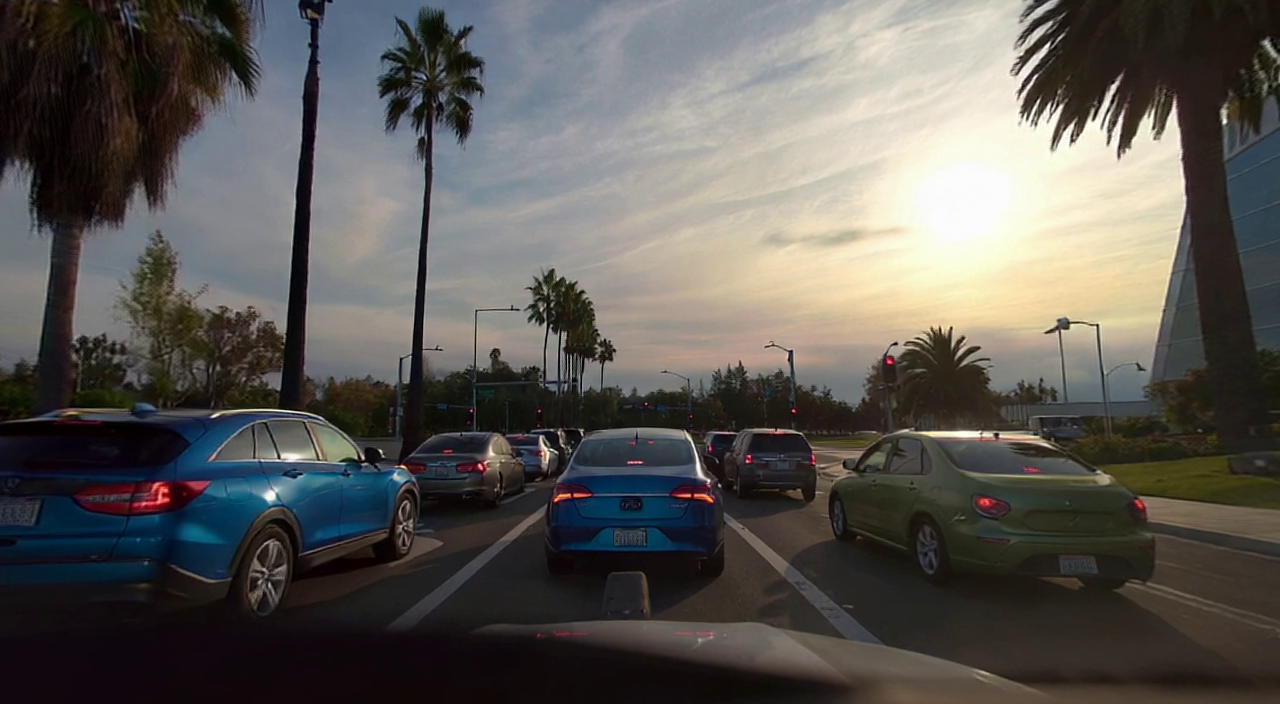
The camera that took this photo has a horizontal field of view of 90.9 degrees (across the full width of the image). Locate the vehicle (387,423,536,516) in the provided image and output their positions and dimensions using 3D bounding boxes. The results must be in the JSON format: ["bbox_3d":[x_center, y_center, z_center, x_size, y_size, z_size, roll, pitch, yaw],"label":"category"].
[{"bbox_3d":[-3.469,2.357,13.074,1.917,1.631,3.768,0,-8,1],"label":"vehicle"}]

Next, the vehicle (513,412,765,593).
[{"bbox_3d":[-0.053,1.653,7.811,2.219,1.586,4.321,0,-8,-1],"label":"vehicle"}]

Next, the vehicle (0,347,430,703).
[{"bbox_3d":[-3.537,1.173,5.362,2.014,1.775,4.404,0,-8,-1],"label":"vehicle"}]

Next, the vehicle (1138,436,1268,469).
[{"bbox_3d":[25.470,4.543,28.652,4.014,1.417,1.777,-1,-8,5],"label":"vehicle"}]

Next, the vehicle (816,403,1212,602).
[{"bbox_3d":[3.835,1.617,7.685,2.064,1.696,4.431,0,-8,0],"label":"vehicle"}]
